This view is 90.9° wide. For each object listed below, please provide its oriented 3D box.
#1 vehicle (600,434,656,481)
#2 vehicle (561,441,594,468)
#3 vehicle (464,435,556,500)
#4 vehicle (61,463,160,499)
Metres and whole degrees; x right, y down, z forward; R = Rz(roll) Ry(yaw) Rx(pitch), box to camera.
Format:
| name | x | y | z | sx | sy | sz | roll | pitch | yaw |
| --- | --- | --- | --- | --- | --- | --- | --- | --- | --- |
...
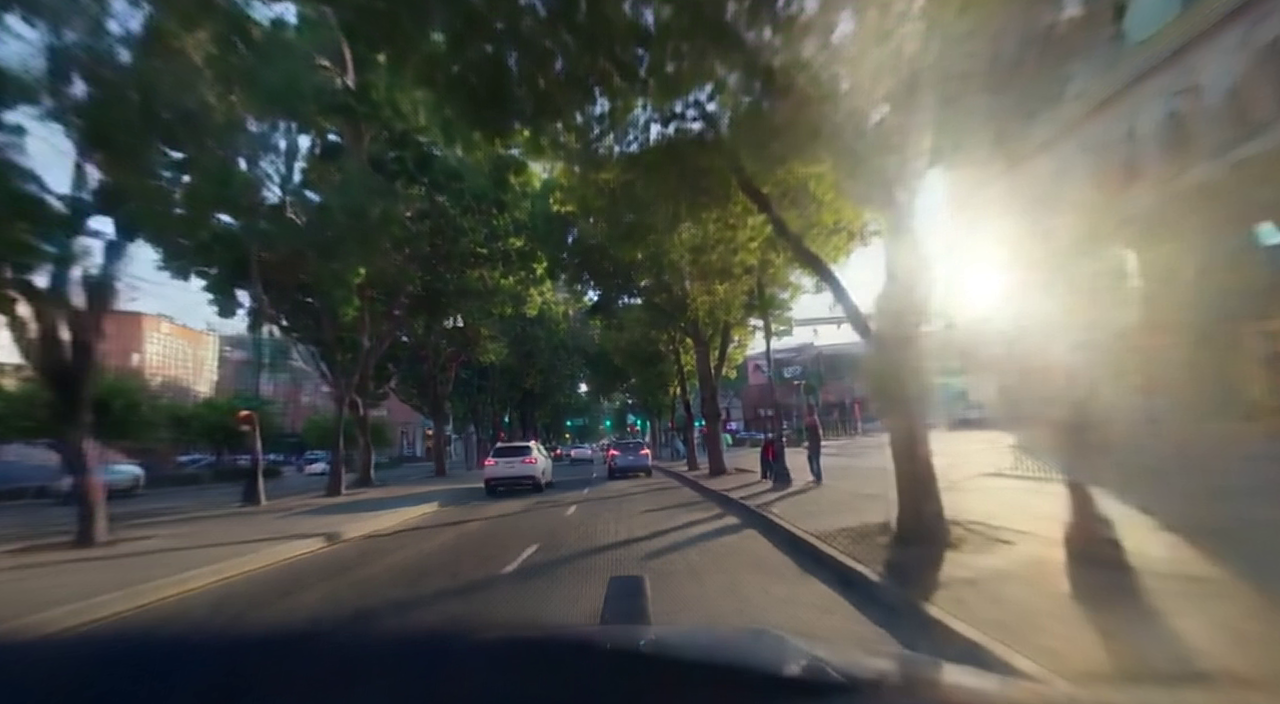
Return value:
| name | x | y | z | sx | sy | sz | roll | pitch | yaw |
| --- | --- | --- | --- | --- | --- | --- | --- | --- | --- |
| vehicle | -0.531 | 4.271 | 25.768 | 2.120 | 1.758 | 3.917 | 0 | -8 | -2 |
| vehicle | -4.472 | 7.396 | 45.765 | 2.220 | 1.847 | 4.587 | 0 | -8 | -3 |
| vehicle | -3.730 | 3.361 | 18.754 | 1.940 | 1.722 | 3.823 | 0 | -8 | -1 |
| vehicle | -35.052 | 8.502 | 41.992 | 2.056 | 2.046 | 5.580 | 0 | -8 | -4 |
